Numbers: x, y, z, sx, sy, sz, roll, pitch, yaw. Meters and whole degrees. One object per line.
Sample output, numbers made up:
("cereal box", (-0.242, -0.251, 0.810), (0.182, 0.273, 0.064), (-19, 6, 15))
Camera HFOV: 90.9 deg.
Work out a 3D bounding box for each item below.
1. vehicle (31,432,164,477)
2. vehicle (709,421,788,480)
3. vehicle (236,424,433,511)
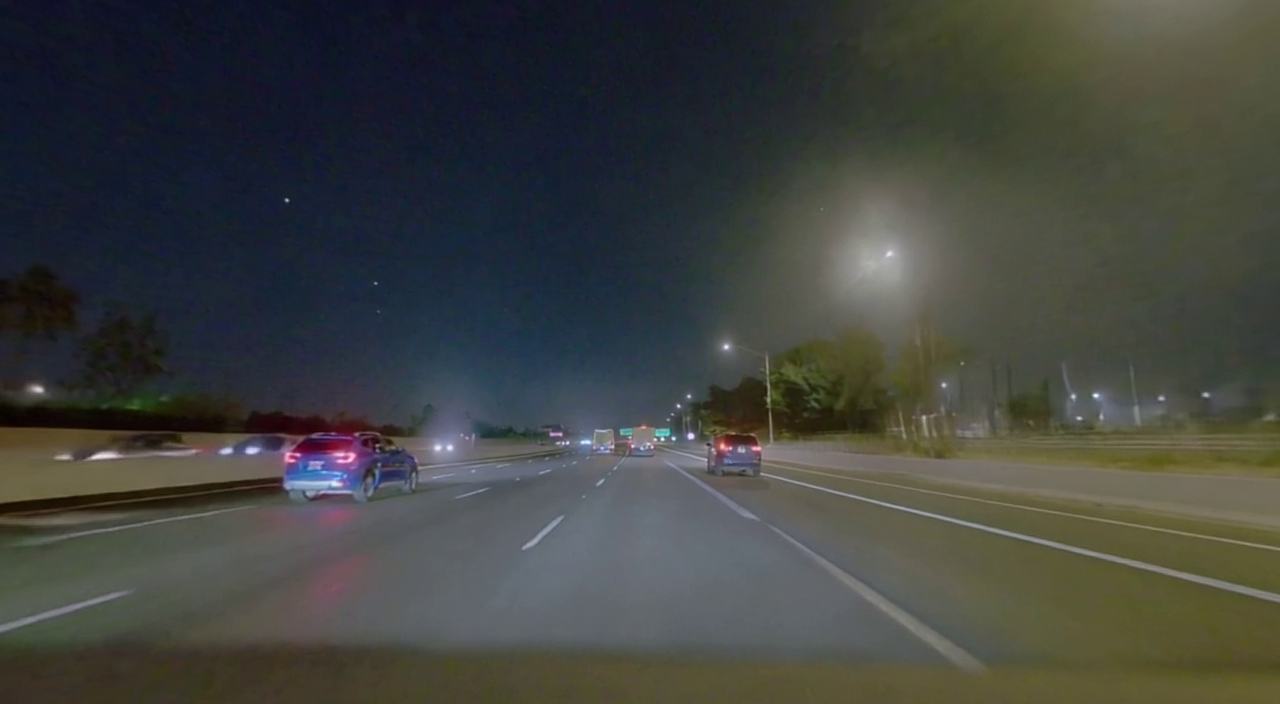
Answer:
("vehicle", (-21.424, 4.039, 25.148), (1.710, 1.642, 3.990), (0, -8, 0))
("vehicle", (4.373, 4.100, 26.376), (2.408, 2.210, 4.999), (0, -8, 0))
("vehicle", (-7.063, 2.718, 15.372), (2.289, 1.774, 4.871), (0, -8, 1))
